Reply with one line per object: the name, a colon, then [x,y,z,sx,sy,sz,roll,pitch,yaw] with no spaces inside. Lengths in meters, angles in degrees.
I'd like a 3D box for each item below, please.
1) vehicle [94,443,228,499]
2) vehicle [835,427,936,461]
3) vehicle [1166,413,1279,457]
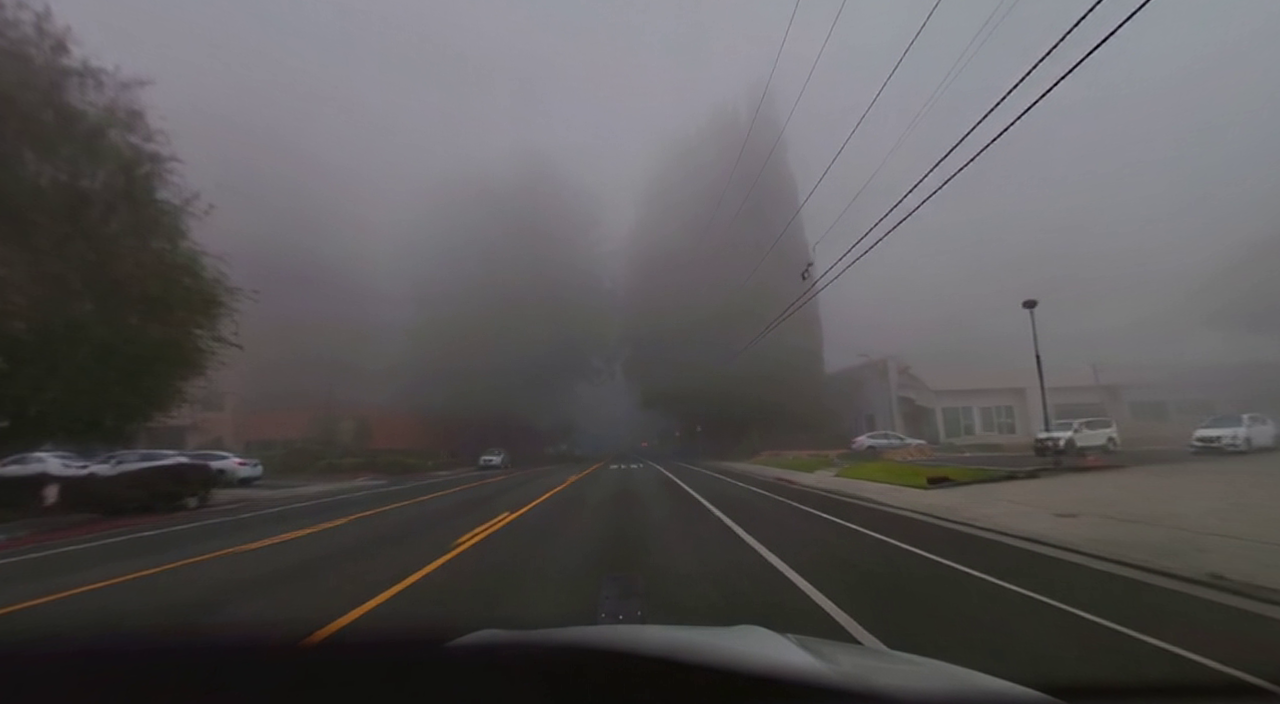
vehicle: [-16.600,4.045,21.881,4.311,1.746,1.984,-5,-9,29]
vehicle: [12.678,4.761,32.685,4.554,1.668,1.974,-4,-9,28]
vehicle: [22.267,3.122,23.697,4.750,1.505,1.928,4,-9,-25]
